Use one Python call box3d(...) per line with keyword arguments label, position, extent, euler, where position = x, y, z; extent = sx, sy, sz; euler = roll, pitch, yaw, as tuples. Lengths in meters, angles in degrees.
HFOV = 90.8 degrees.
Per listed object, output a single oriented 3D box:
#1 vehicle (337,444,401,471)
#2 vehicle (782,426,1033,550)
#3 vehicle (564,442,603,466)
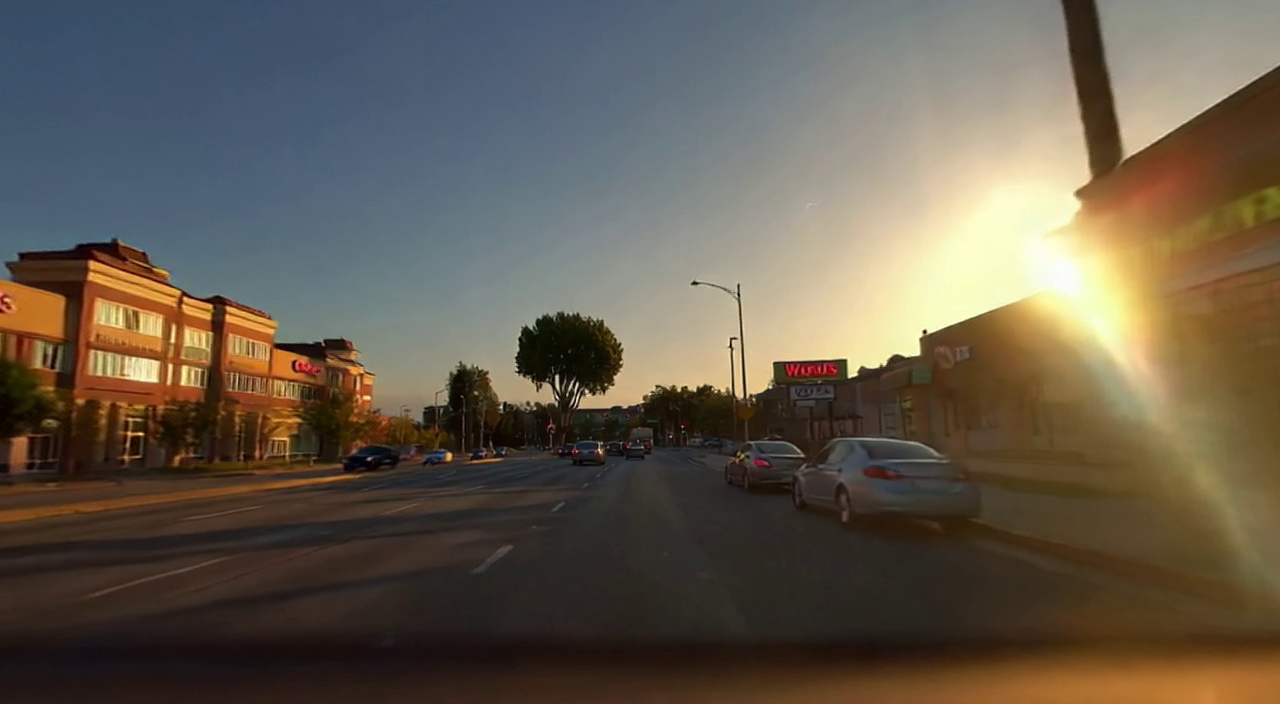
box3d(label="vehicle", position=(-17.852, 6.962, 41.886), extent=(2.102, 1.679, 4.690), euler=(0, -9, 1))
box3d(label="vehicle", position=(3.843, 2.043, 10.254), extent=(1.922, 1.507, 4.824), euler=(0, -9, -1))
box3d(label="vehicle", position=(-3.755, 6.902, 42.906), extent=(2.179, 1.490, 4.742), euler=(0, -9, 0))
